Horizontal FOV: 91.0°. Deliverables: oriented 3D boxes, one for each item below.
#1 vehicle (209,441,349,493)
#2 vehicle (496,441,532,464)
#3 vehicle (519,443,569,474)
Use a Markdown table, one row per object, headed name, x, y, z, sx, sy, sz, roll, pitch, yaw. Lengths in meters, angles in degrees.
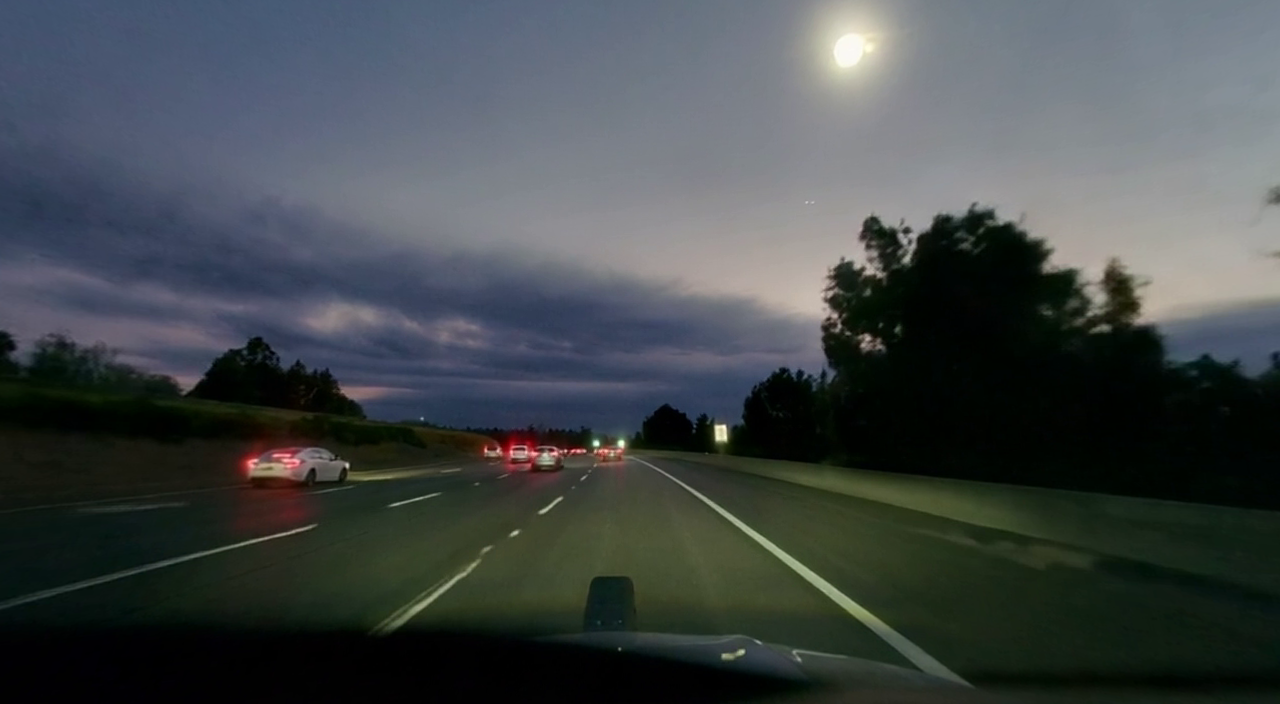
| name | x | y | z | sx | sy | sz | roll | pitch | yaw |
| --- | --- | --- | --- | --- | --- | --- | --- | --- | --- |
| vehicle | -11.548 | 3.696 | 20.599 | 1.960 | 1.487 | 4.593 | 0 | -9 | -1 |
| vehicle | -9.313 | 7.498 | 46.922 | 2.015 | 1.608 | 4.294 | 0 | -9 | -3 |
| vehicle | -4.872 | 5.462 | 32.486 | 2.120 | 1.458 | 4.031 | 0 | -9 | -2 |
